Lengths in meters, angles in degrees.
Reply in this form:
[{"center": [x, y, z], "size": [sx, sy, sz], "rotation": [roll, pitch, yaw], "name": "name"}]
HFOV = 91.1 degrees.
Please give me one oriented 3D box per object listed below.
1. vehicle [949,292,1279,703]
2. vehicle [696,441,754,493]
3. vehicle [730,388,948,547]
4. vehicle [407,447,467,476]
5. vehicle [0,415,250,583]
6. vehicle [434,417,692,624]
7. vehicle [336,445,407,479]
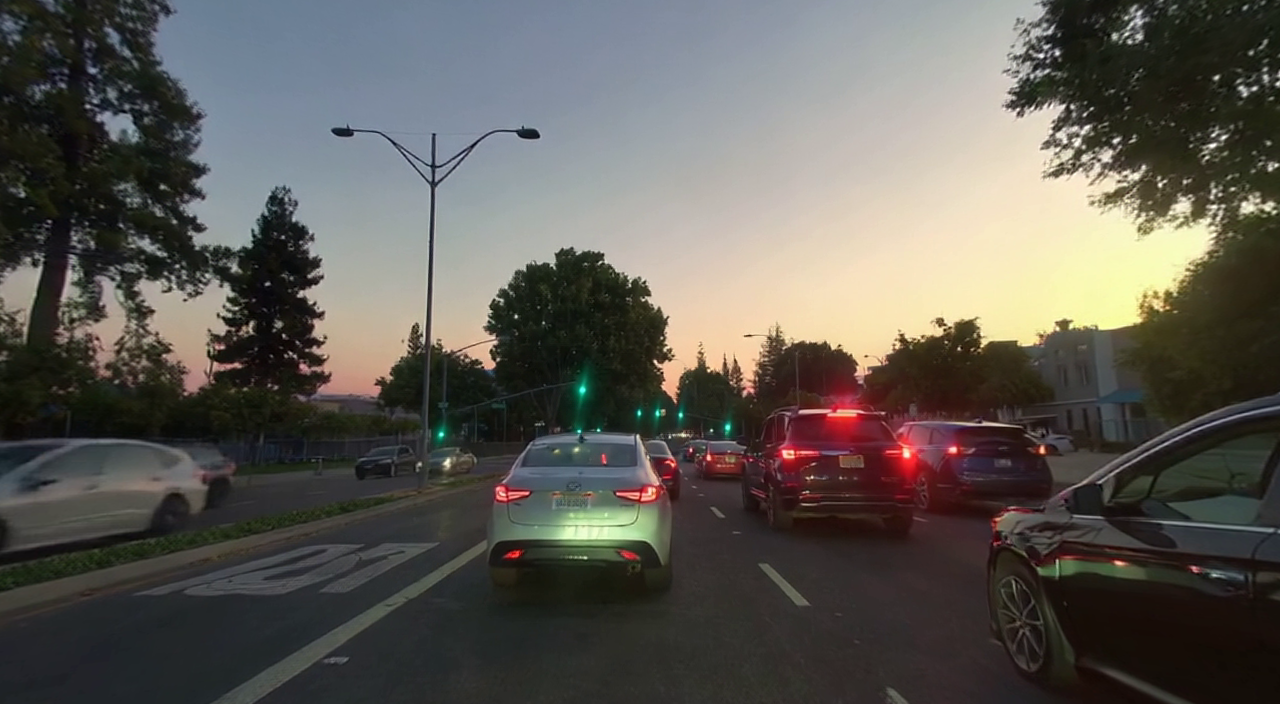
[{"center": [3.163, 0.791, 2.134], "size": [1.982, 1.960, 4.427], "rotation": [0, -9, 1], "name": "vehicle"}, {"center": [2.956, 4.067, 22.656], "size": [1.518, 1.650, 4.408], "rotation": [0, -9, 1], "name": "vehicle"}, {"center": [3.540, 2.244, 12.843], "size": [2.516, 2.481, 5.766], "rotation": [0, -8, 0], "name": "vehicle"}, {"center": [-12.401, 6.701, 38.673], "size": [2.005, 1.660, 4.676], "rotation": [0, -9, 2], "name": "vehicle"}, {"center": [-8.717, 2.062, 9.520], "size": [2.111, 2.002, 5.330], "rotation": [0, -9, 1], "name": "vehicle"}, {"center": [-0.597, 1.679, 7.225], "size": [2.111, 1.676, 4.018], "rotation": [0, -8, 1], "name": "vehicle"}, {"center": [-15.999, 6.550, 37.691], "size": [2.077, 1.925, 4.626], "rotation": [0, -9, 1], "name": "vehicle"}]
